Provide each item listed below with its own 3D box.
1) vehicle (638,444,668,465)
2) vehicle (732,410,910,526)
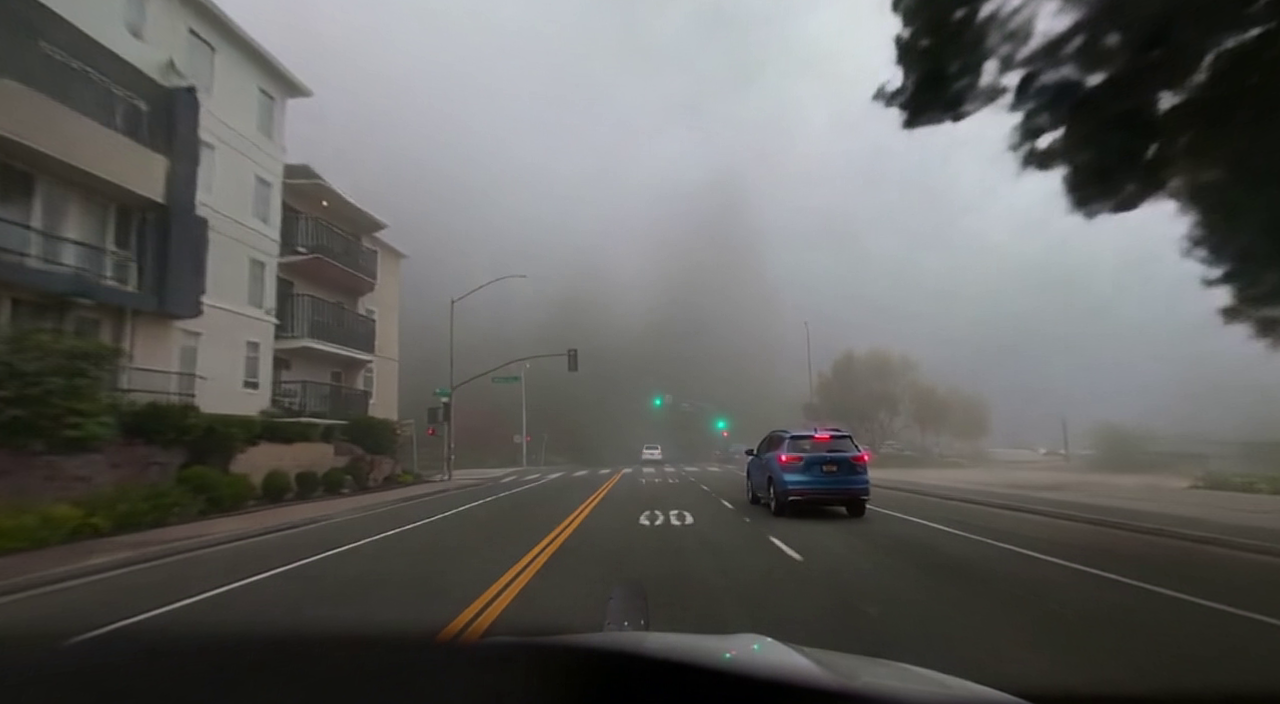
[{"bbox_3d":[0.908,7.473,45.967,2.097,1.463,4.043,0,-9,0],"label":"vehicle"},{"bbox_3d":[3.289,2.242,12.691,2.130,1.863,4.844,0,-9,0],"label":"vehicle"}]
